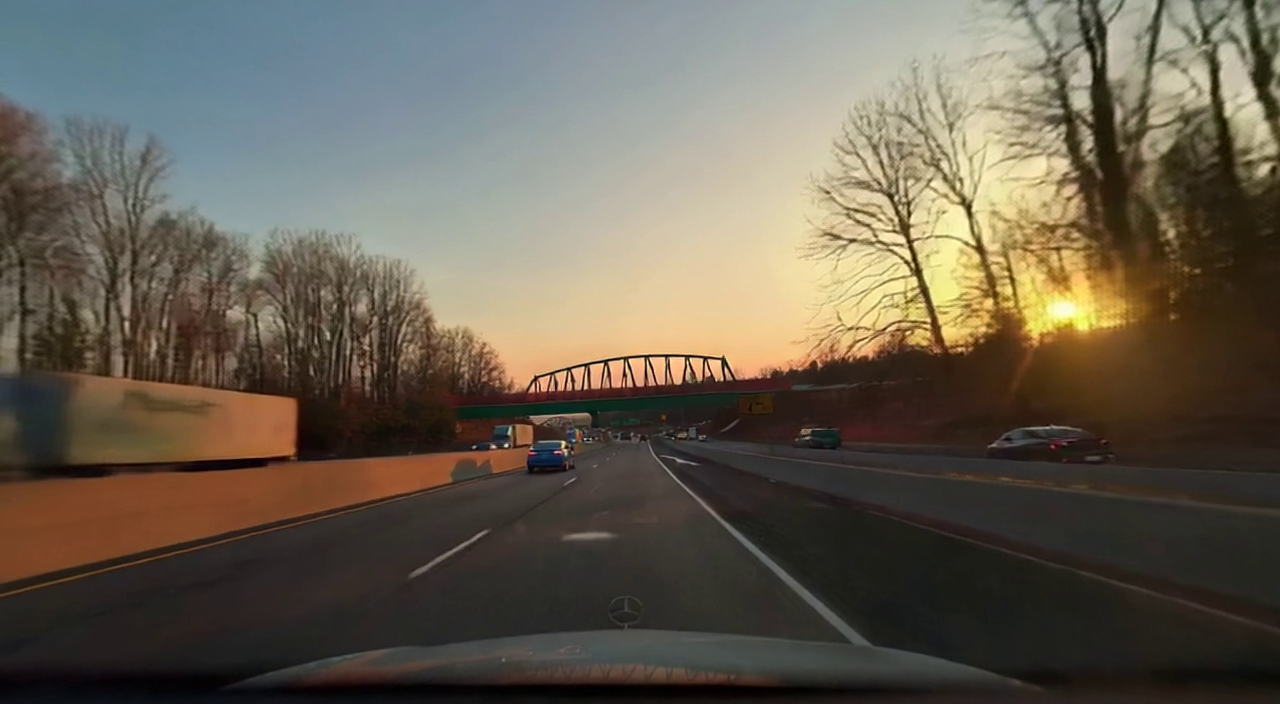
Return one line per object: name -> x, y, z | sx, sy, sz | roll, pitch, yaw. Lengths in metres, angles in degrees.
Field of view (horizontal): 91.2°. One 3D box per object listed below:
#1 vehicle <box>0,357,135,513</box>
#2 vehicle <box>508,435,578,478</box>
vehicle -> -18.349, 2.277, 17.252 | 3.043, 4.057, 6.636 | 0, -8, 1
vehicle -> -3.766, 4.143, 25.088 | 2.052, 1.556, 4.405 | 0, -8, 1
